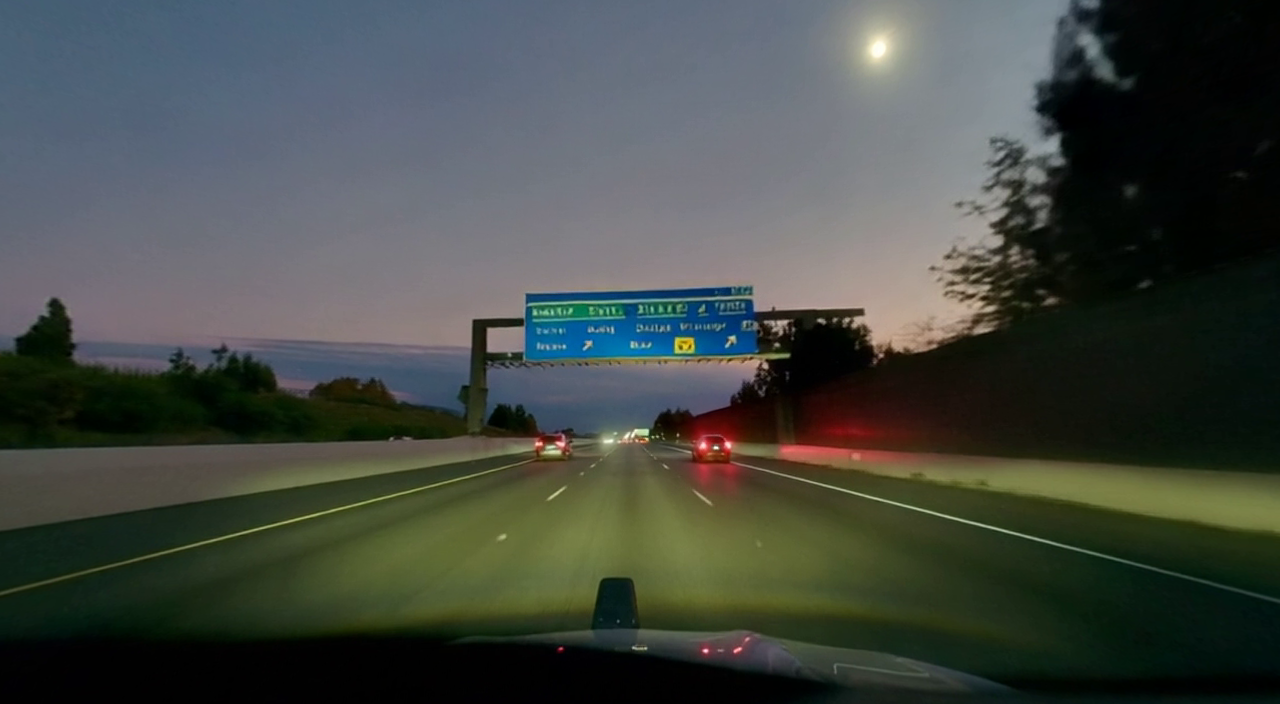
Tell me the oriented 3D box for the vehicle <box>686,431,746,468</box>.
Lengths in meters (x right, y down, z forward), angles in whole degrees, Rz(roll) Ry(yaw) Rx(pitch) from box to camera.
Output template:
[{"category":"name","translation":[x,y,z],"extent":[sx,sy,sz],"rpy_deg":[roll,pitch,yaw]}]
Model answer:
[{"category":"vehicle","translation":[3.427,4.466,29.083],"extent":[2.077,1.523,4.539],"rpy_deg":[0,-8,-2]}]

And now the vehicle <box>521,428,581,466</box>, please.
[{"category":"vehicle","translation":[-4.122,4.482,29.809],"extent":[2.219,1.660,4.153],"rpy_deg":[0,-8,0]}]
